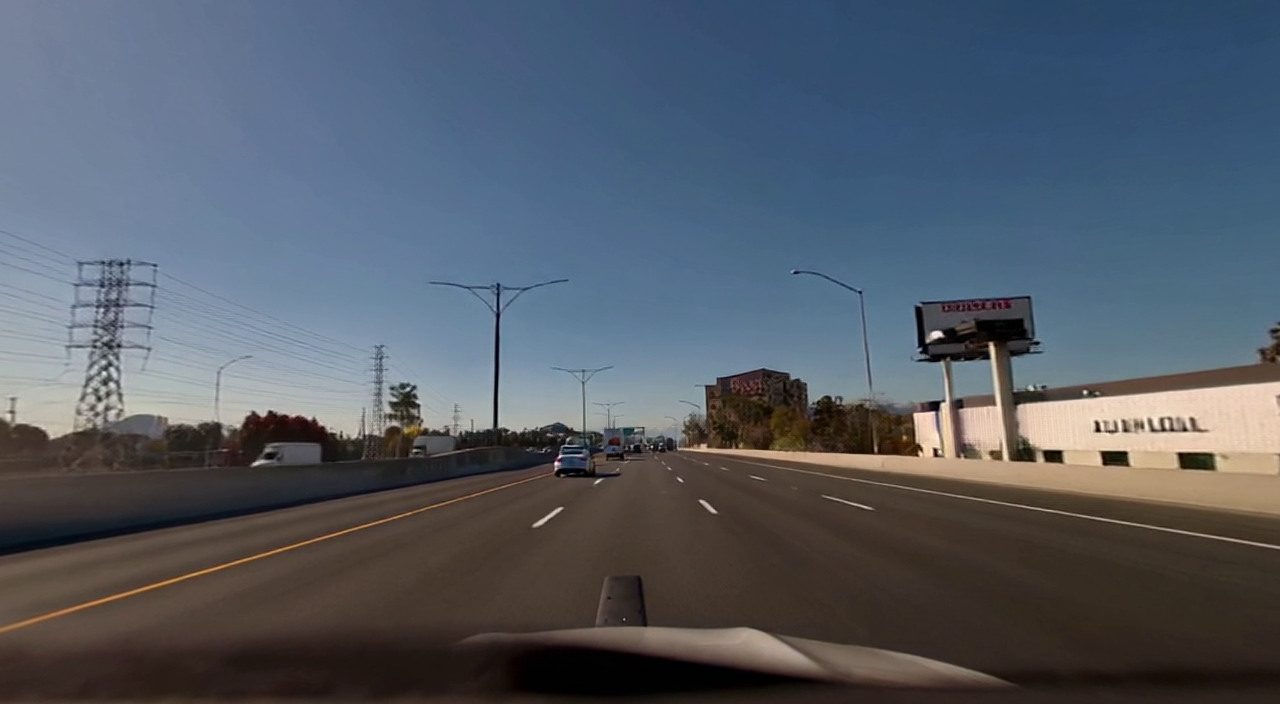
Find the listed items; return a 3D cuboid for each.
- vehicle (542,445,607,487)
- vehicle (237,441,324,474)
[{"bbox_3d":[-2.396,4.322,24.175,1.891,1.444,3.968,-1,-8,3],"label":"vehicle"},{"bbox_3d":[-26.641,7.837,47.146,3.012,2.300,6.199,0,-9,-2],"label":"vehicle"}]
